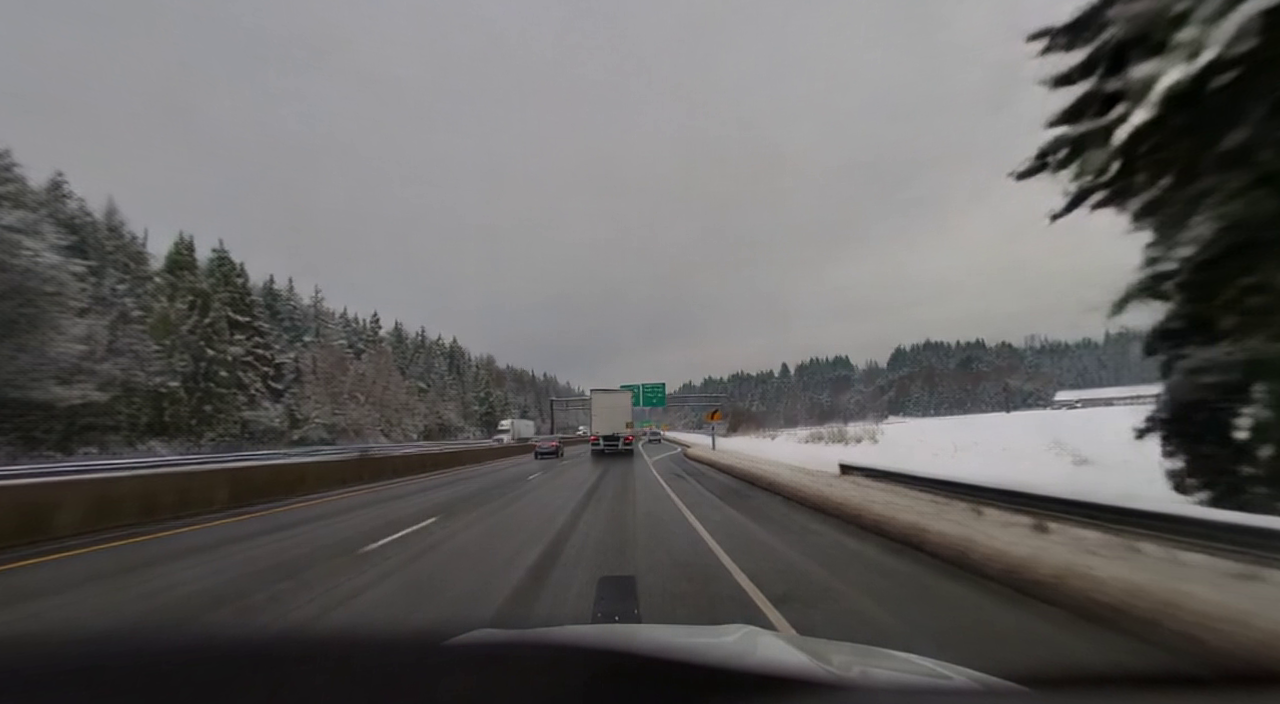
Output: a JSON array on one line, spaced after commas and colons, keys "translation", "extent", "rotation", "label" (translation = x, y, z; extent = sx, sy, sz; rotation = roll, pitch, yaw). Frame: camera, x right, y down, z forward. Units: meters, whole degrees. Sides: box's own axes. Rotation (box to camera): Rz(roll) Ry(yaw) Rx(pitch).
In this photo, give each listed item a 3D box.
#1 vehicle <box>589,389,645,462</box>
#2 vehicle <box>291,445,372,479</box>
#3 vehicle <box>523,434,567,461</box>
[{"translation": [-1.306, 4.334, 36.668], "extent": [2.855, 3.741, 8.587], "rotation": [0, -8, -2], "label": "vehicle"}, {"translation": [-14.478, 5.149, 29.860], "extent": [1.827, 1.433, 4.096], "rotation": [0, -8, -1], "label": "vehicle"}, {"translation": [-5.415, 5.495, 36.421], "extent": [1.931, 1.479, 4.083], "rotation": [0, -8, -1], "label": "vehicle"}]
